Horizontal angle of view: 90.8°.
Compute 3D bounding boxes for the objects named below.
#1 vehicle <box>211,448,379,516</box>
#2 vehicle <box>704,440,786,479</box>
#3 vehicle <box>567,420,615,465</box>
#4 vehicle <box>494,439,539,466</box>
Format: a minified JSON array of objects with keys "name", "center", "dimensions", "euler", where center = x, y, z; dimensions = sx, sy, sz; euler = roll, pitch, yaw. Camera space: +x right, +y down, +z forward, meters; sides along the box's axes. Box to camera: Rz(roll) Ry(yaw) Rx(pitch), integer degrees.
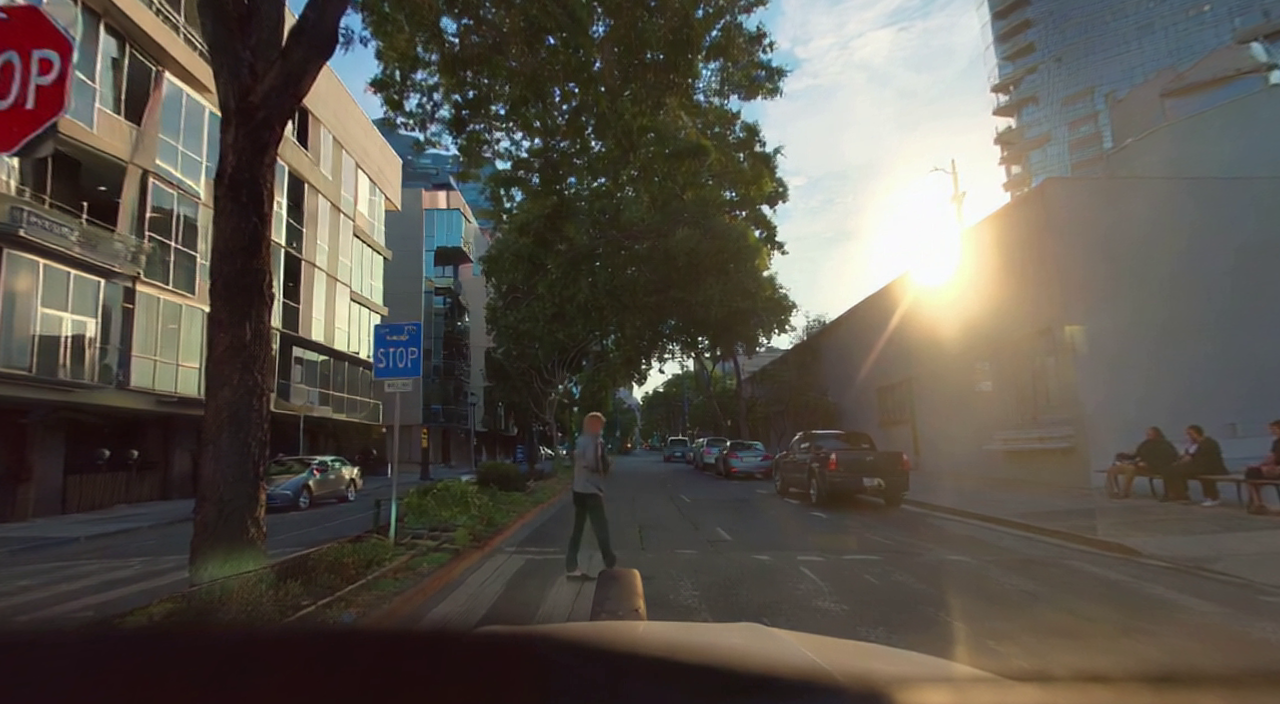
[{"name":"vehicle","center":[-8.798,3.307,16.644],"dimensions":[2.007,1.503,4.343],"euler":[0,-8,-1]},{"name":"vehicle","center":[4.586,4.567,27.108],"dimensions":[1.858,1.491,4.329],"euler":[-5,-10,33]},{"name":"vehicle","center":[-3.001,5.769,40.219],"dimensions":[2.317,2.596,6.053],"euler":[0,-8,3]},{"name":"vehicle","center":[-8.854,7.260,45.733],"dimensions":[2.256,1.802,4.333],"euler":[0,-8,2]}]
